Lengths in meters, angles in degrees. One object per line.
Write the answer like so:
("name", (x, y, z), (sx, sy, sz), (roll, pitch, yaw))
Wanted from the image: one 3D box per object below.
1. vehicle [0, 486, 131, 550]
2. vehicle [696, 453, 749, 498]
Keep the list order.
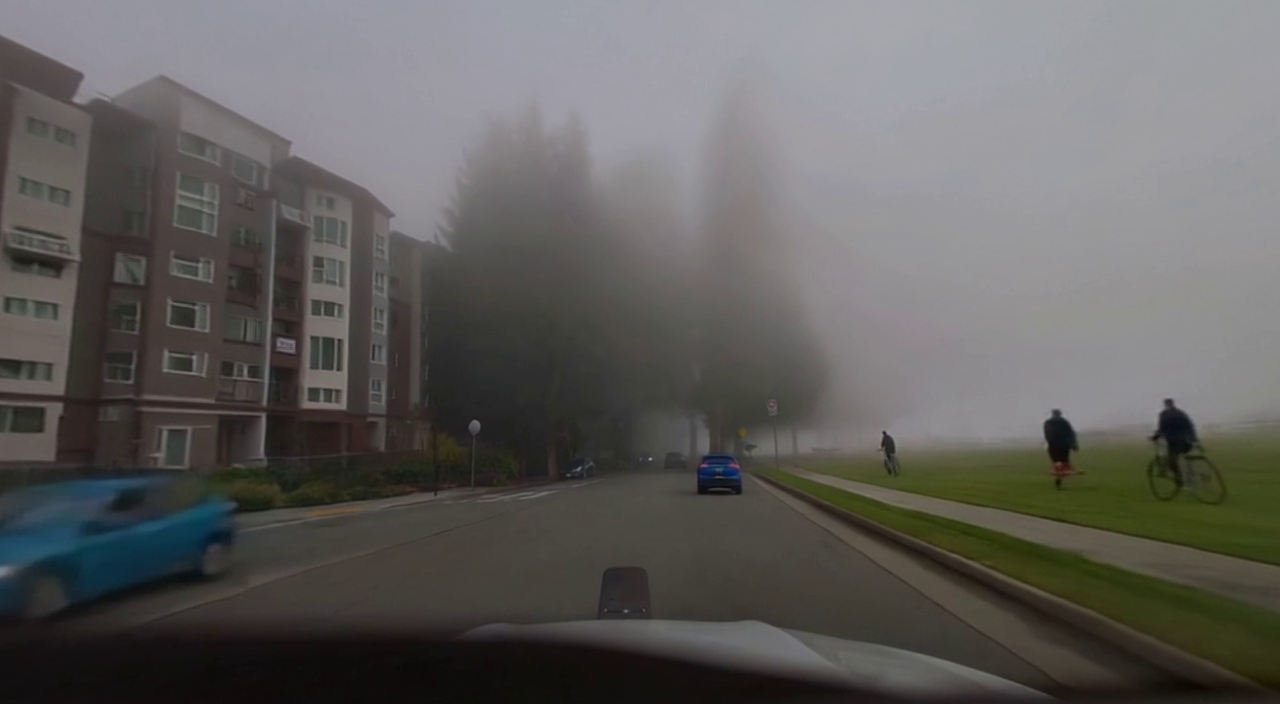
("vehicle", (-17.041, 4.541, 17.251), (4.607, 1.409, 2.116), (7, -11, -41))
("vehicle", (2.769, 4.187, 21.583), (1.559, 1.351, 2.452), (-4, -10, 4))
